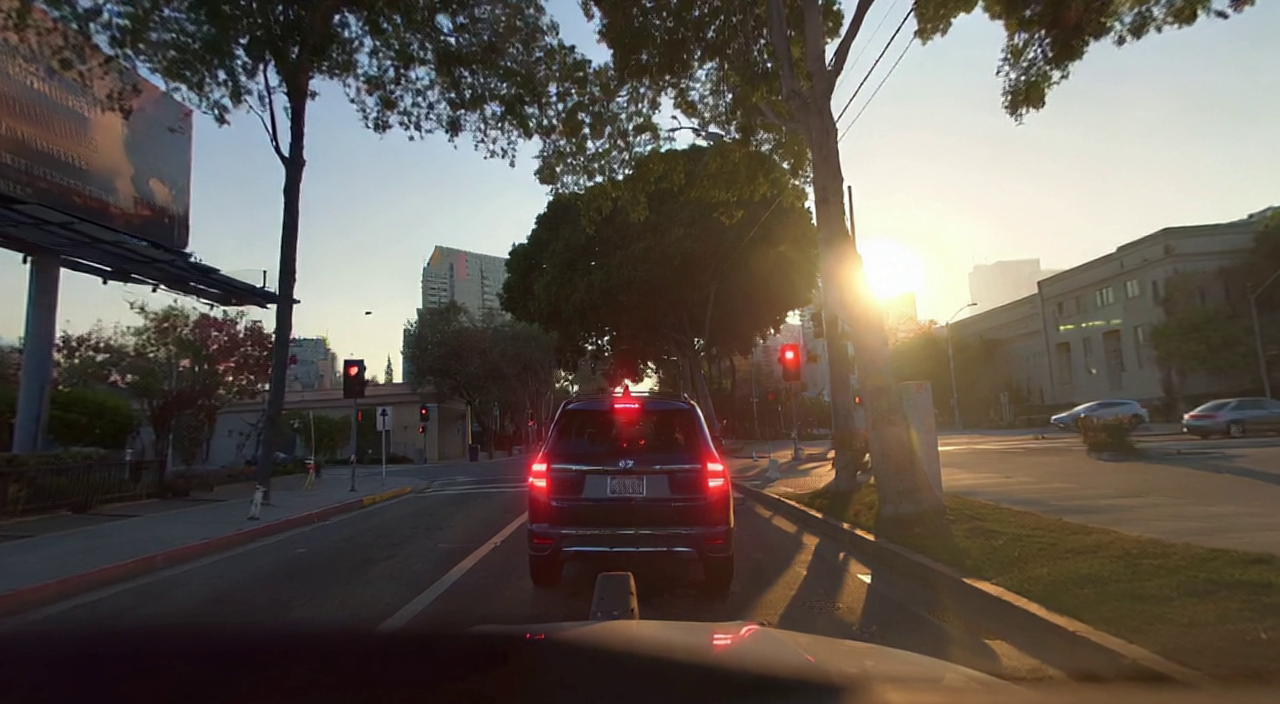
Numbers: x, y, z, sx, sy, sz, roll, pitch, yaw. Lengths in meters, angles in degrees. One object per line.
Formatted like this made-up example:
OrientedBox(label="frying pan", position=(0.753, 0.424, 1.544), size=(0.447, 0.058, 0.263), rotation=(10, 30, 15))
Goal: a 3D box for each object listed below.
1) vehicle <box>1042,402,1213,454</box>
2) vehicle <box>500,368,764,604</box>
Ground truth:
OrientedBox(label="vehicle", position=(15.266, 2.447, 19.947), size=(3.750, 1.502, 1.781), rotation=(-2, -8, 13))
OrientedBox(label="vehicle", position=(-0.065, 1.362, 7.135), size=(2.142, 1.904, 3.816), rotation=(-1, -8, 0))
